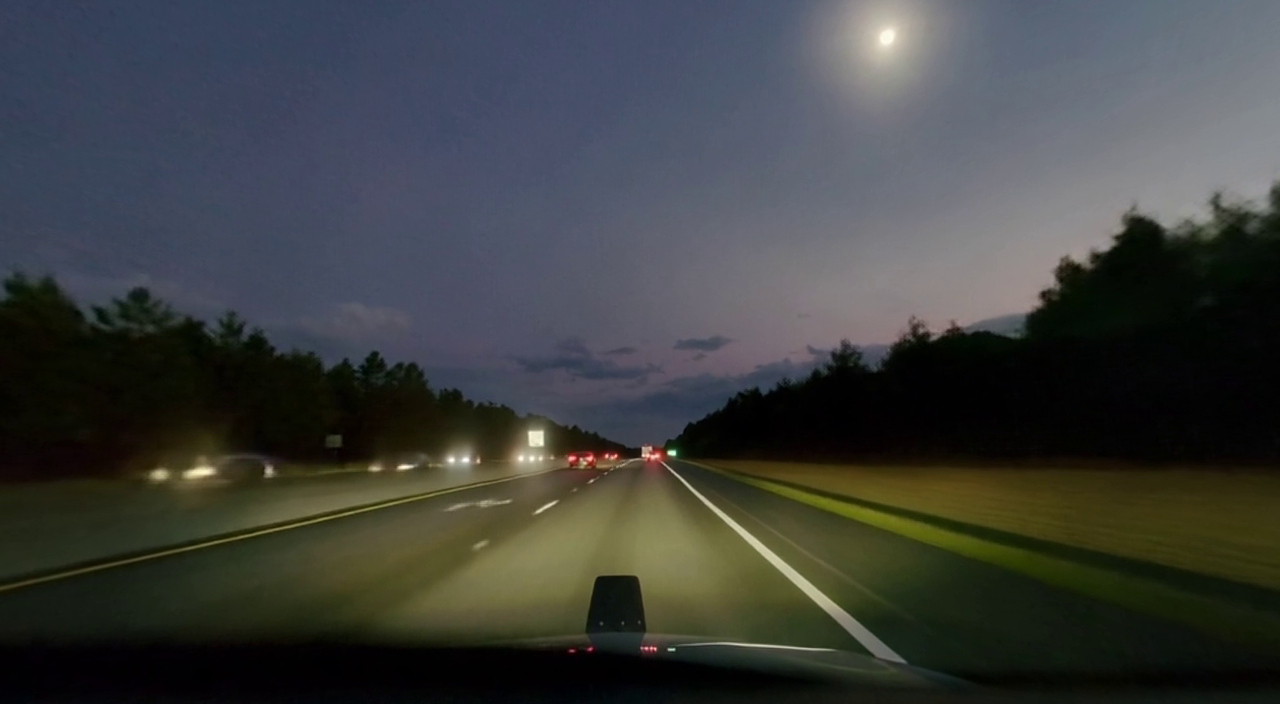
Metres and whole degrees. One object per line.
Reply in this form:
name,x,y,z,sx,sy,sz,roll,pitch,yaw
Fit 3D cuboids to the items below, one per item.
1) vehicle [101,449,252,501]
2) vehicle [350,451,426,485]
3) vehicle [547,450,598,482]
vehicle,-16.595,4.406,22.953,2.005,1.675,4.529,-1,-9,1
vehicle,-12.620,5.807,31.869,1.963,1.555,4.441,-1,-9,0
vehicle,-3.291,5.629,31.408,1.970,1.483,4.097,-1,-9,1
